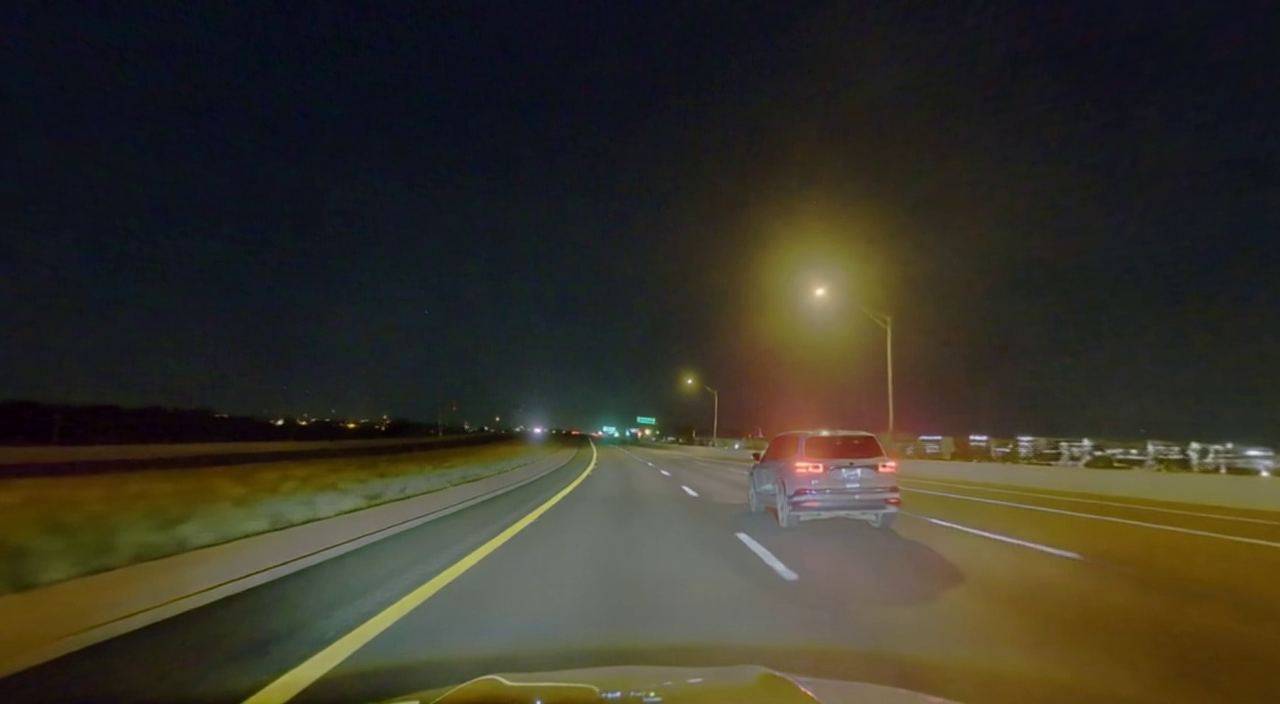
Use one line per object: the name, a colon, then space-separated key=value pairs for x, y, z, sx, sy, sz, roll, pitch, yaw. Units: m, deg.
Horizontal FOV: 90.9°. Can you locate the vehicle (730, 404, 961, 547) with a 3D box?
vehicle: x=2.802 y=1.815 z=9.819 sx=2.059 sy=1.715 sz=4.192 roll=0 pitch=-8 yaw=-2
